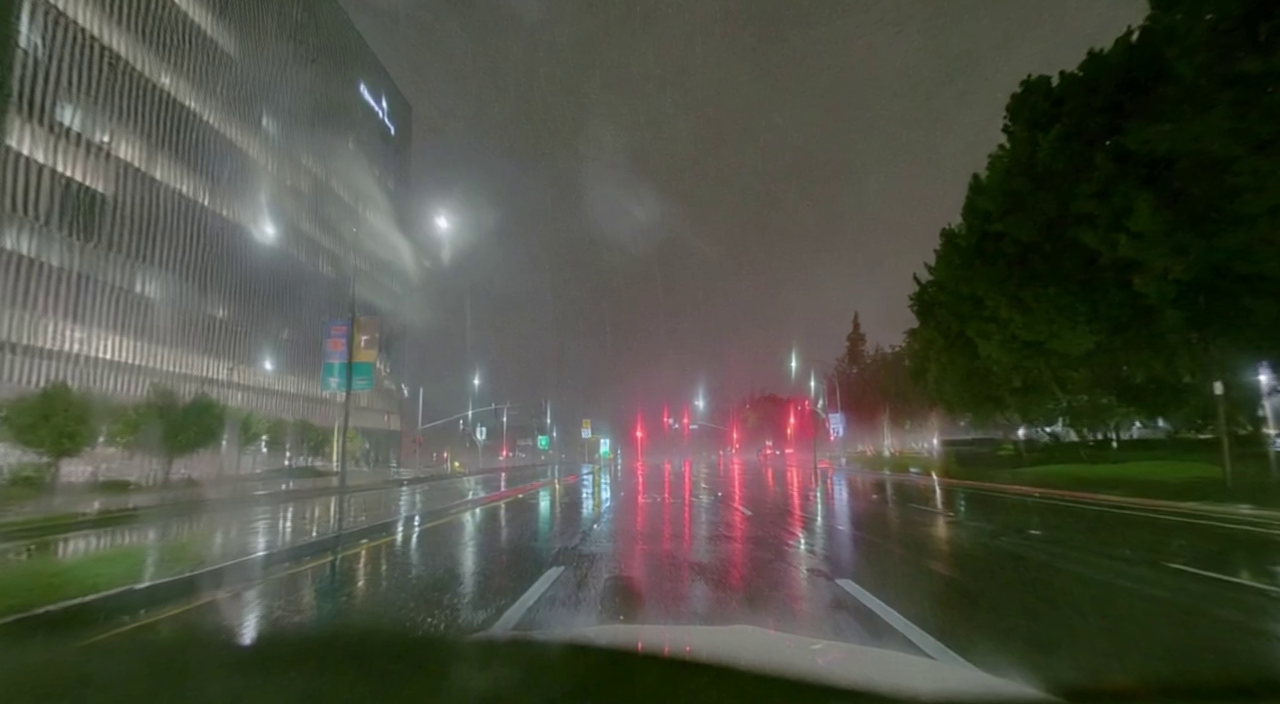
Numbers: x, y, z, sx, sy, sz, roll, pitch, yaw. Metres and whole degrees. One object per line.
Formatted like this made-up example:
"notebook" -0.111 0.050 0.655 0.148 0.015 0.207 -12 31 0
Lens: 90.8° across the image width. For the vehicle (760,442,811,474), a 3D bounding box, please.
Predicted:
"vehicle" 9.019 6.604 39.571 2.156 1.881 4.743 0 -9 1
